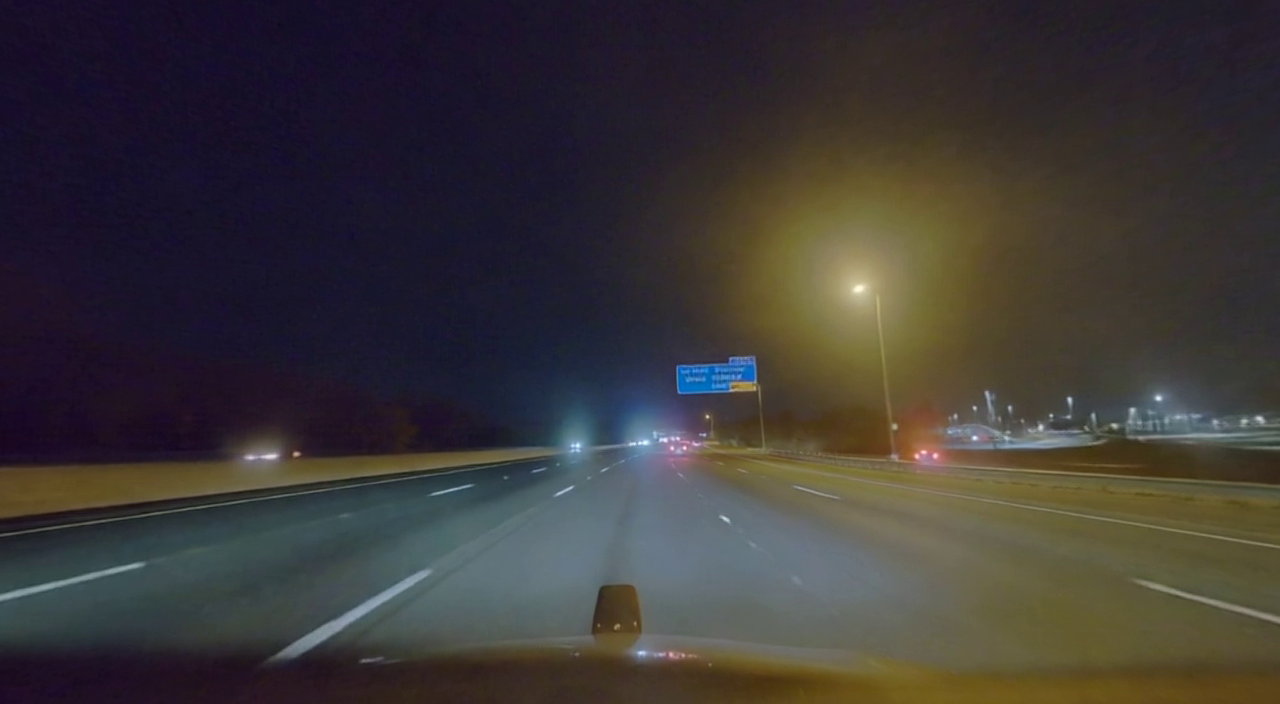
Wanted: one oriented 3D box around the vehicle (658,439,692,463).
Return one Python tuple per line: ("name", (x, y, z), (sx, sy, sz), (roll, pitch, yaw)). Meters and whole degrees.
("vehicle", (2.589, 7.419, 47.500), (2.224, 1.738, 4.376), (0, -9, -1))
